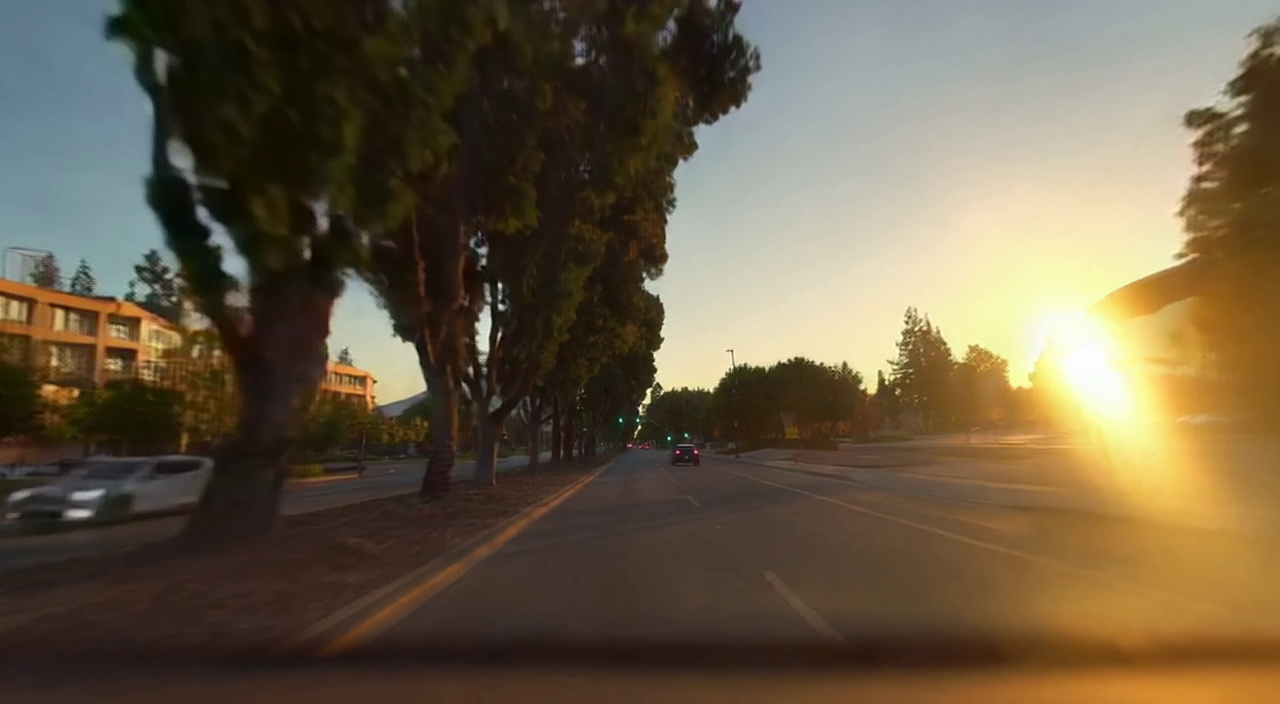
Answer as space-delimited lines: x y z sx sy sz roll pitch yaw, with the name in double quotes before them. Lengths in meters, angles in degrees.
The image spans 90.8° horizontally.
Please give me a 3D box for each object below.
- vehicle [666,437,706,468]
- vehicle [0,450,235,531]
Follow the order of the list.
"vehicle" 2.928 6.508 41.075 2.085 1.828 5.383 0 -8 -1
"vehicle" -11.694 2.986 14.309 1.890 1.446 4.714 0 -8 1
